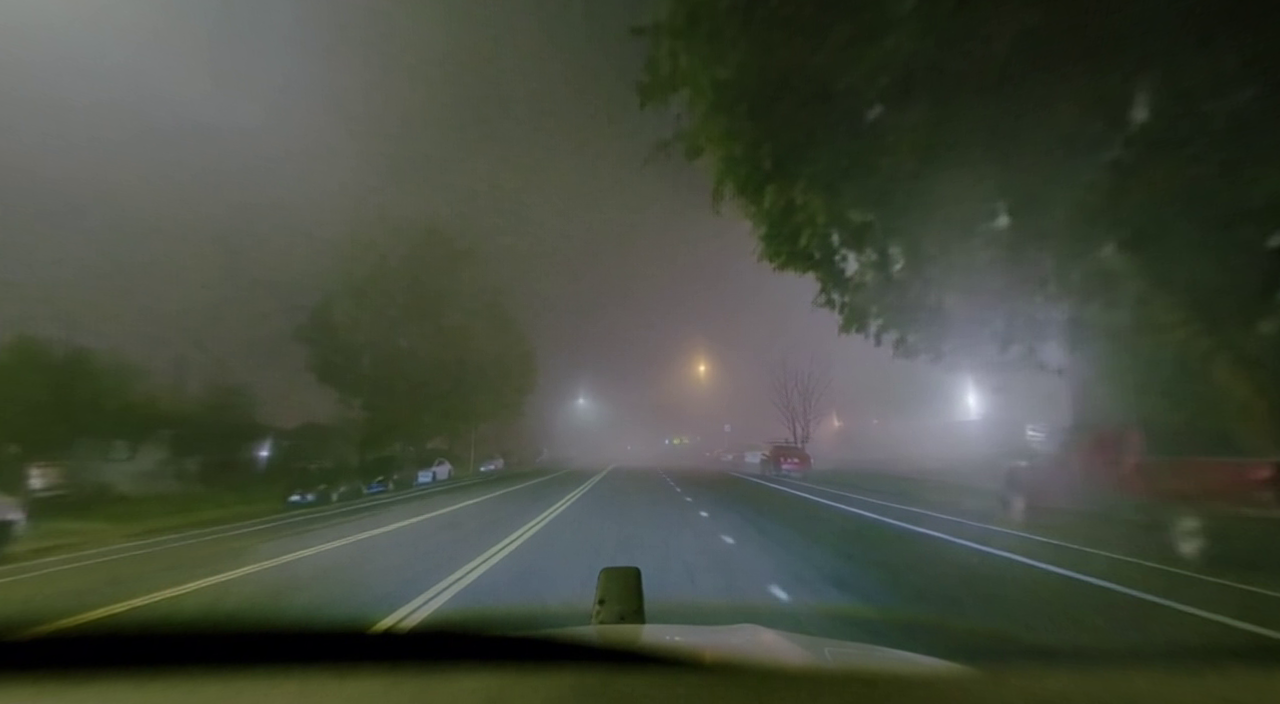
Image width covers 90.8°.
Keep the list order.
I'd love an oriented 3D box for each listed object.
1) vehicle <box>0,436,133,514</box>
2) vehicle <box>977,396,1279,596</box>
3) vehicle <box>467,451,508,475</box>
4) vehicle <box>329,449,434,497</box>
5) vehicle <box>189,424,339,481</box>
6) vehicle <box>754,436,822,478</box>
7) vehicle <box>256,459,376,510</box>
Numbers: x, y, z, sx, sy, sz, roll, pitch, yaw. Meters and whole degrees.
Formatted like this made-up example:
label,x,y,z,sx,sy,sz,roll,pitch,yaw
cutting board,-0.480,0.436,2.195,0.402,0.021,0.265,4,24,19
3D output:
label,x,y,z,sx,sy,sz,roll,pitch,yaw
vehicle,-19.316,3.573,18.594,6.704,2.118,2.342,0,-8,0
vehicle,7.373,1.748,8.479,2.224,1.956,6.057,0,-8,-1
vehicle,-10.817,7.891,45.139,1.840,1.526,4.214,-1,-8,1
vehicle,-10.790,5.062,26.909,2.050,1.769,5.585,0,-8,1
vehicle,-20.879,5.631,35.380,6.604,3.012,2.656,0,-9,1
vehicle,7.188,5.144,31.218,2.103,1.912,4.892,0,-8,-1
vehicle,-10.840,4.429,21.548,1.838,1.450,4.317,0,-8,-1
